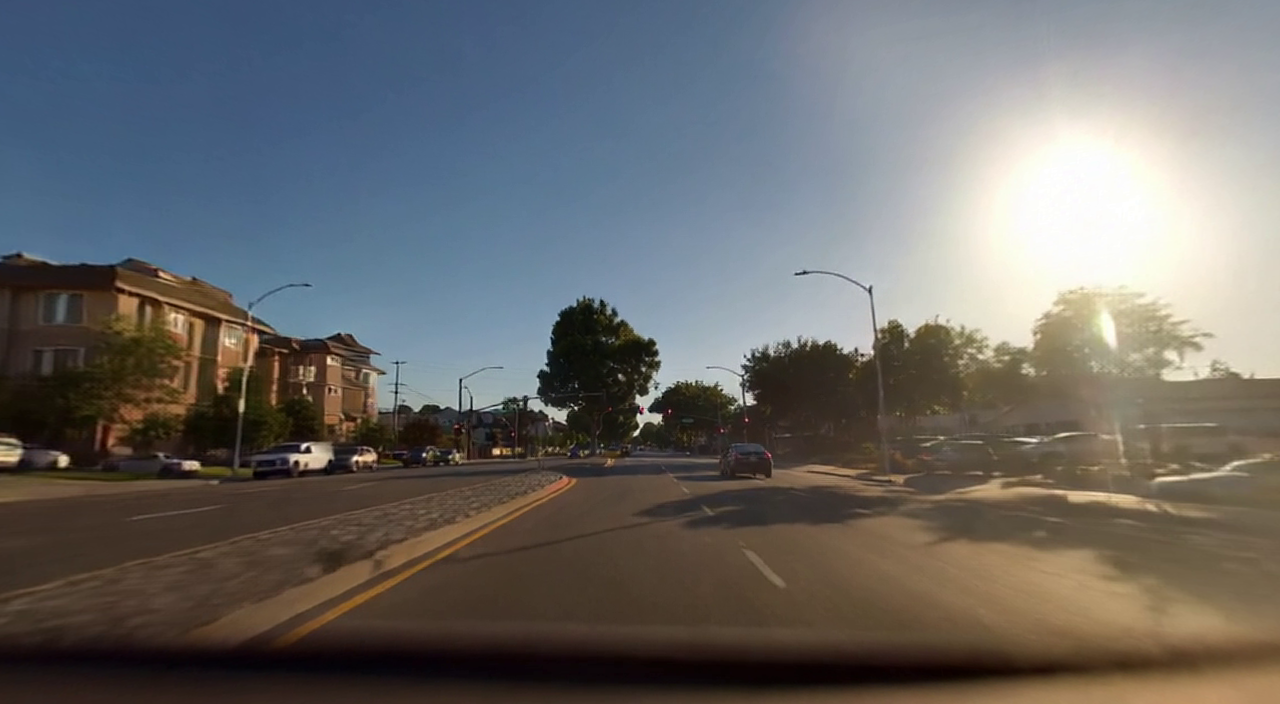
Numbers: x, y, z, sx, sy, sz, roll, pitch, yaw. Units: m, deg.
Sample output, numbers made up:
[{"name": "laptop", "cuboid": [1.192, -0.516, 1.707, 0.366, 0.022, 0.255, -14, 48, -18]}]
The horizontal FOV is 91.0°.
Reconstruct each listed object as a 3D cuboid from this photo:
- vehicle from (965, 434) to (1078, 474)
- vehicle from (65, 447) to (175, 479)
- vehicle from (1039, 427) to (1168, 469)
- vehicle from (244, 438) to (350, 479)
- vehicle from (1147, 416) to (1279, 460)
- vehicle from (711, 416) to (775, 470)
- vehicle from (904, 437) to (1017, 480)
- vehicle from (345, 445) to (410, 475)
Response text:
[{"name": "vehicle", "cuboid": [15.846, 4.281, 26.475, 1.899, 1.517, 4.378, 1, -9, -2]}, {"name": "vehicle", "cuboid": [-26.397, 5.619, 32.201, 1.847, 1.464, 4.374, 0, -9, 1]}, {"name": "vehicle", "cuboid": [19.039, 3.992, 26.176, 1.882, 1.537, 4.418, 1, -9, -2]}, {"name": "vehicle", "cuboid": [-18.452, 5.714, 34.305, 2.390, 1.995, 5.895, 0, -8, 1]}, {"name": "vehicle", "cuboid": [24.012, 3.642, 26.450, 1.888, 1.678, 4.074, 1, -9, -2]}, {"name": "vehicle", "cuboid": [6.595, 6.045, 41.501, 2.802, 3.208, 7.459, 1, -9, -1]}, {"name": "vehicle", "cuboid": [12.796, 4.290, 25.577, 2.079, 1.541, 4.801, 0, -9, 0]}, {"name": "vehicle", "cuboid": [-15.058, 6.193, 36.316, 1.917, 1.577, 3.995, 0, -9, 1]}]
